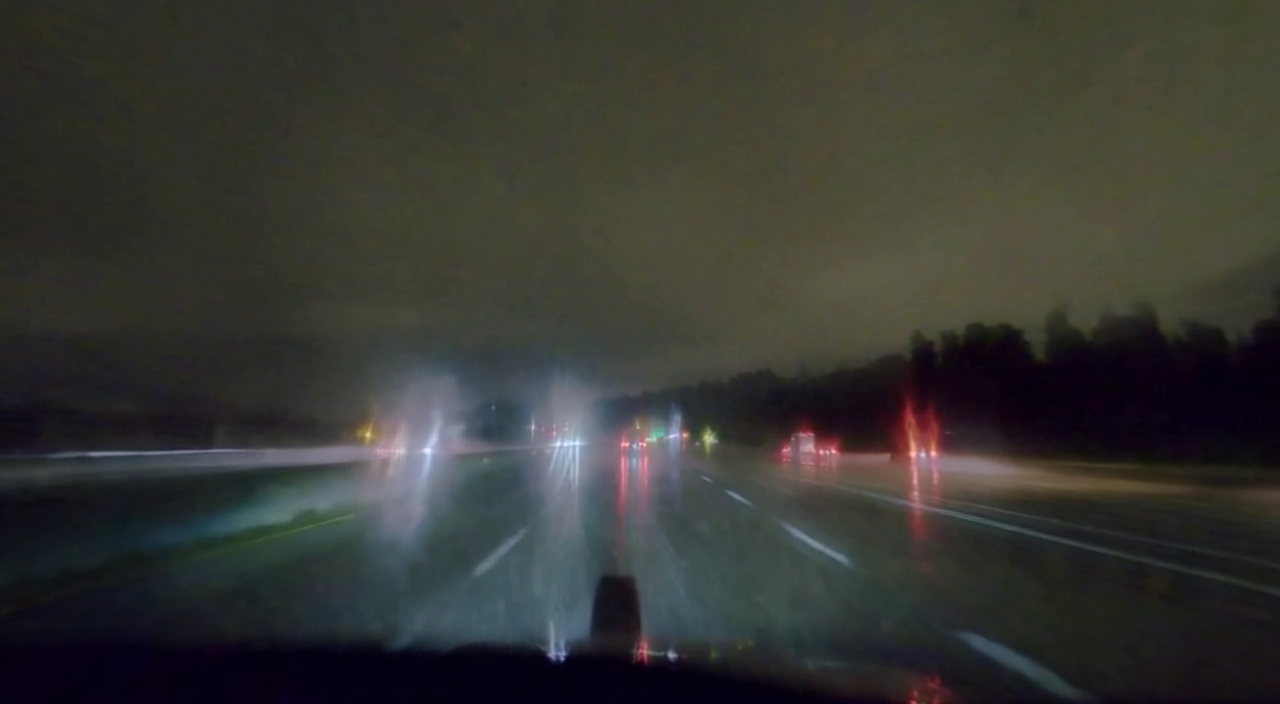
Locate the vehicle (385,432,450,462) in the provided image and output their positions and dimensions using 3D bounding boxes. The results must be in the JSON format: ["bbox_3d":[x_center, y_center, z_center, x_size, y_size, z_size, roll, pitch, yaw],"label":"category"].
[{"bbox_3d":[-12.251,5.264,34.951,2.048,1.573,4.319,0,-8,-1],"label":"vehicle"}]

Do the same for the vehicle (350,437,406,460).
[{"bbox_3d":[-16.794,6.206,40.590,1.913,1.422,3.972,0,-8,0],"label":"vehicle"}]
